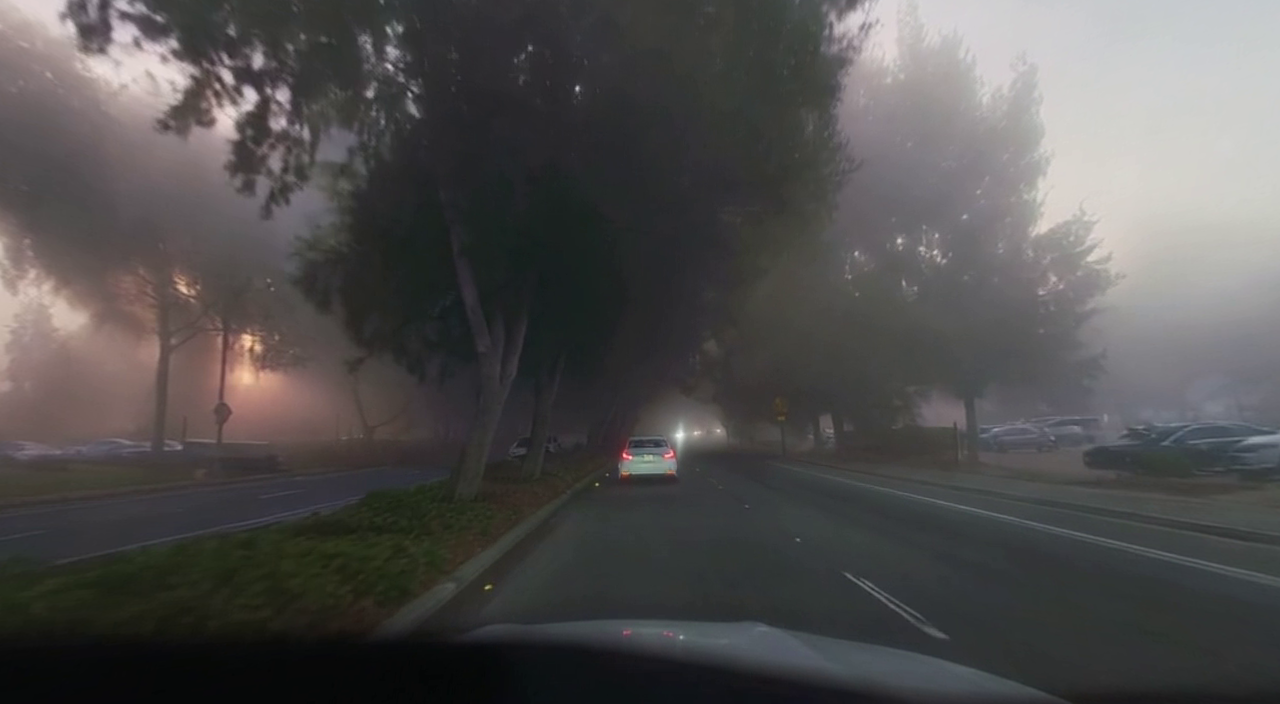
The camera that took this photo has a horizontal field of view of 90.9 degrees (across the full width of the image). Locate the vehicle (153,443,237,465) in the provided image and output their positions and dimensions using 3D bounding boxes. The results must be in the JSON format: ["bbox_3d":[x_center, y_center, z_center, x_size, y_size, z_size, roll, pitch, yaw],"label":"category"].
[{"bbox_3d":[-30.440,6.991,43.202,4.356,1.444,1.819,0,-8,-1],"label":"vehicle"}]

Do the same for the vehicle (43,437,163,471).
[{"bbox_3d":[-30.141,5.725,35.518,4.764,1.786,2.091,0,-8,0],"label":"vehicle"}]

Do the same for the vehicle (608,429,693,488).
[{"bbox_3d":[0.224,2.951,17.724,2.093,1.442,3.977,0,-8,-1],"label":"vehicle"}]

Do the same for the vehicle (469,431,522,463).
[{"bbox_3d":[-8.566,5.691,37.768,2.131,1.778,4.912,0,-8,-1],"label":"vehicle"}]
